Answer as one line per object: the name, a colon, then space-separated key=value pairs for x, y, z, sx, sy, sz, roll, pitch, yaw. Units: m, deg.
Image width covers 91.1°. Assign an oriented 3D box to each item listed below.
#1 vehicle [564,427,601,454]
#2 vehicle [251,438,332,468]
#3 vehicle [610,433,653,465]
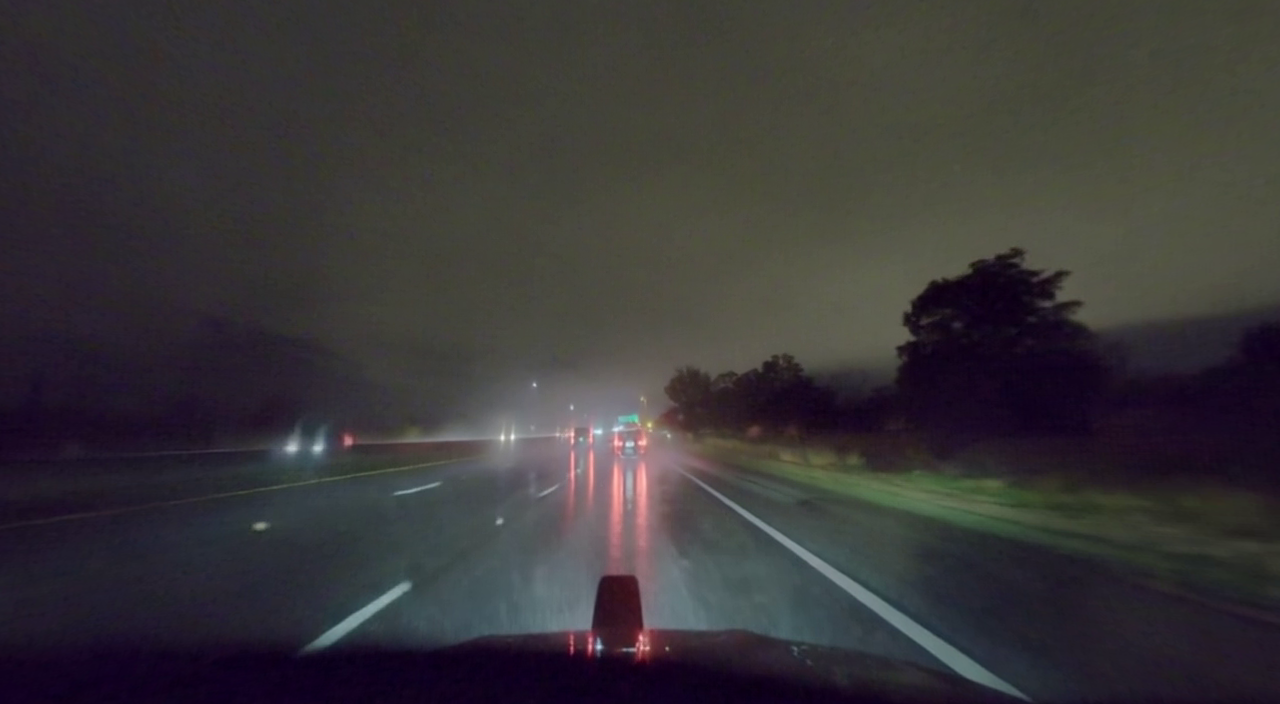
vehicle: x=-4.234 y=6.570 z=46.825 sx=2.251 sy=1.938 sz=4.708 roll=0 pitch=-8 yaw=0
vehicle: x=-19.648 y=5.675 z=35.688 sx=1.908 sy=1.521 sz=4.730 roll=0 pitch=-8 yaw=0
vehicle: x=-0.462 y=4.699 z=30.779 sx=1.948 sy=1.470 sz=3.913 roll=0 pitch=-8 yaw=-2
